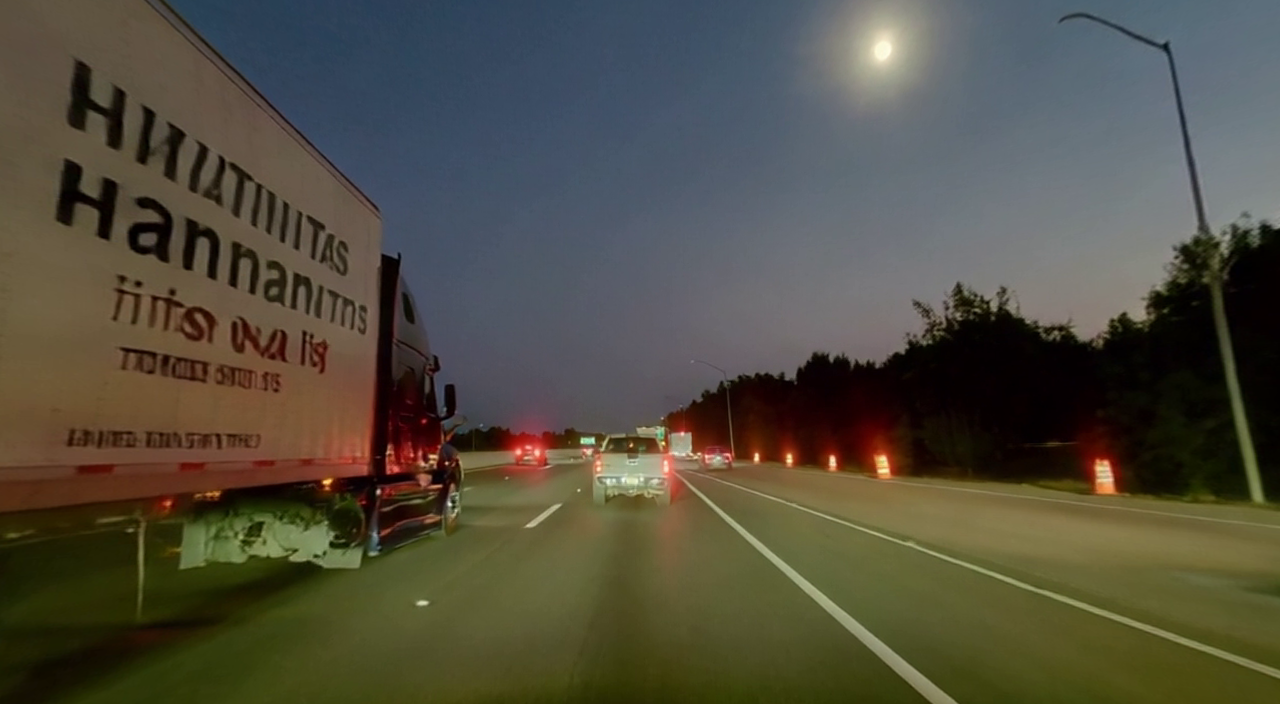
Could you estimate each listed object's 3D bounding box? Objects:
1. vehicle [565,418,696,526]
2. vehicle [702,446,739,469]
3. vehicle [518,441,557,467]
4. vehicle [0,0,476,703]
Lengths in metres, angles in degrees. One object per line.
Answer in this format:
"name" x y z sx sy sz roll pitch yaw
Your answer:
"vehicle" -0.179 2.284 12.462 2.152 1.779 3.924 0 -9 -1
"vehicle" 5.519 7.268 43.808 1.918 1.479 4.571 0 -9 -1
"vehicle" -7.103 7.088 44.121 1.950 1.716 4.436 0 -9 1
"vehicle" -3.816 0.163 4.451 2.990 3.885 8.243 0 -9 0
